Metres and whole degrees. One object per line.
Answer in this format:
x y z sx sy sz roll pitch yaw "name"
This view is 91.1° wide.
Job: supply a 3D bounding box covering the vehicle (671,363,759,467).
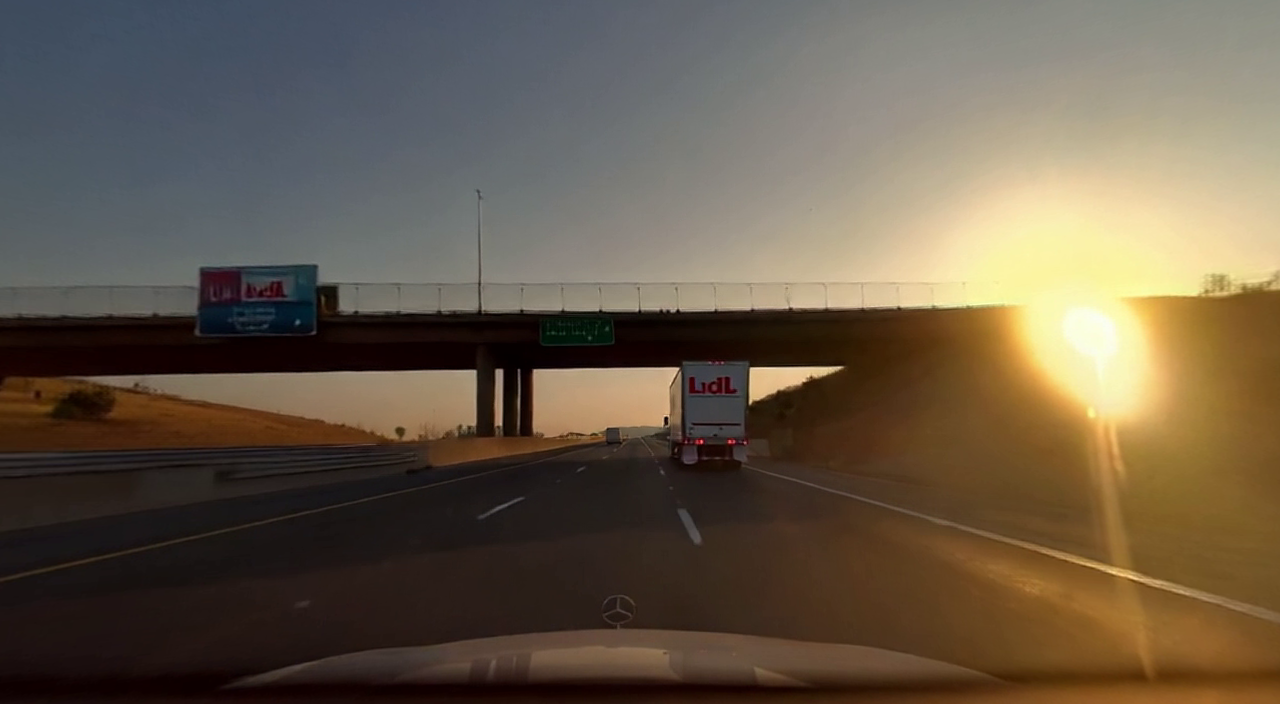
3.380 3.550 32.877 3.034 4.194 14.704 0 -8 1 "vehicle"
